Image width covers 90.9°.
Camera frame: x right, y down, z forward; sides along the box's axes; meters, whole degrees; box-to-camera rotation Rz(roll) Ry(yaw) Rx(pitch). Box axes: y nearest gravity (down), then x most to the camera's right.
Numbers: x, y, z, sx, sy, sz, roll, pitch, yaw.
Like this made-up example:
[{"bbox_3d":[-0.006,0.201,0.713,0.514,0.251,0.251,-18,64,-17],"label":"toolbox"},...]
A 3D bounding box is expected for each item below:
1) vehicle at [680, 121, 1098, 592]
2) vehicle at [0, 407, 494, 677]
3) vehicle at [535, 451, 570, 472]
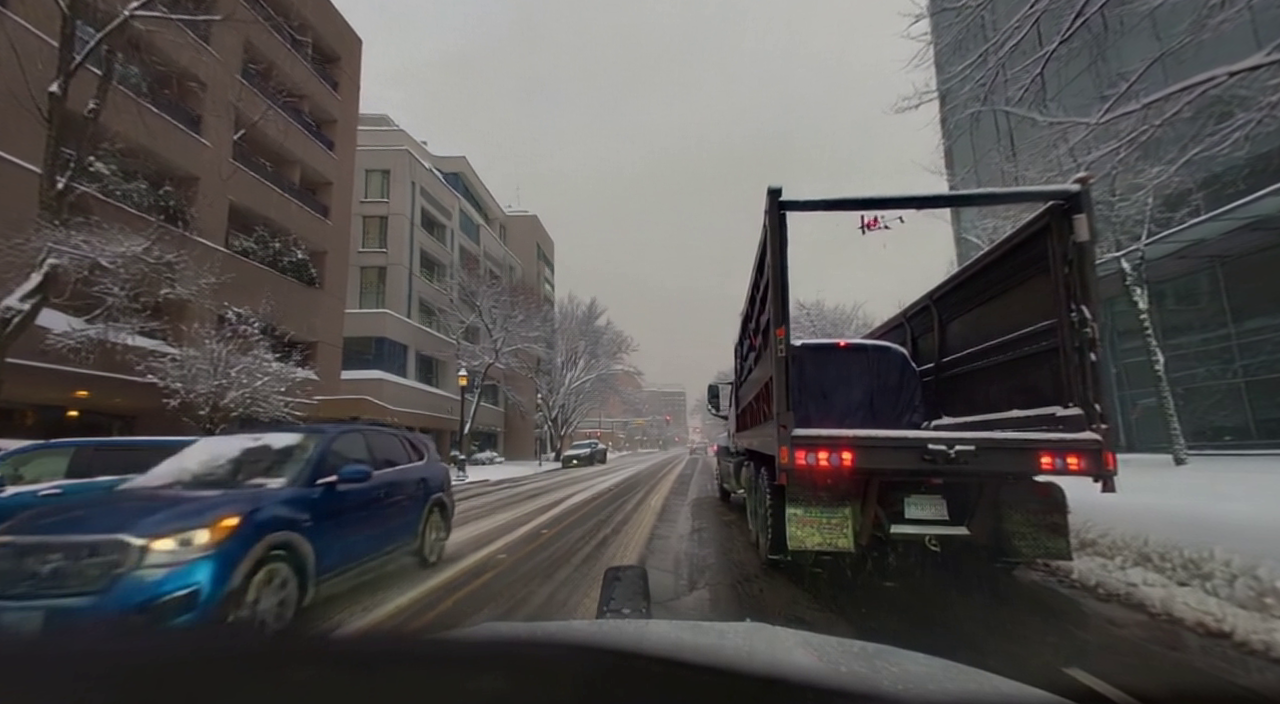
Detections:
[{"bbox_3d":[2.581,0.778,11.193,3.320,4.034,11.553,-1,-8,5],"label":"vehicle"},{"bbox_3d":[-3.273,1.498,6.239,2.311,1.631,4.510,0,-8,4],"label":"vehicle"},{"bbox_3d":[-6.778,8.511,49.188,1.798,1.459,4.306,-1,-8,5],"label":"vehicle"}]
